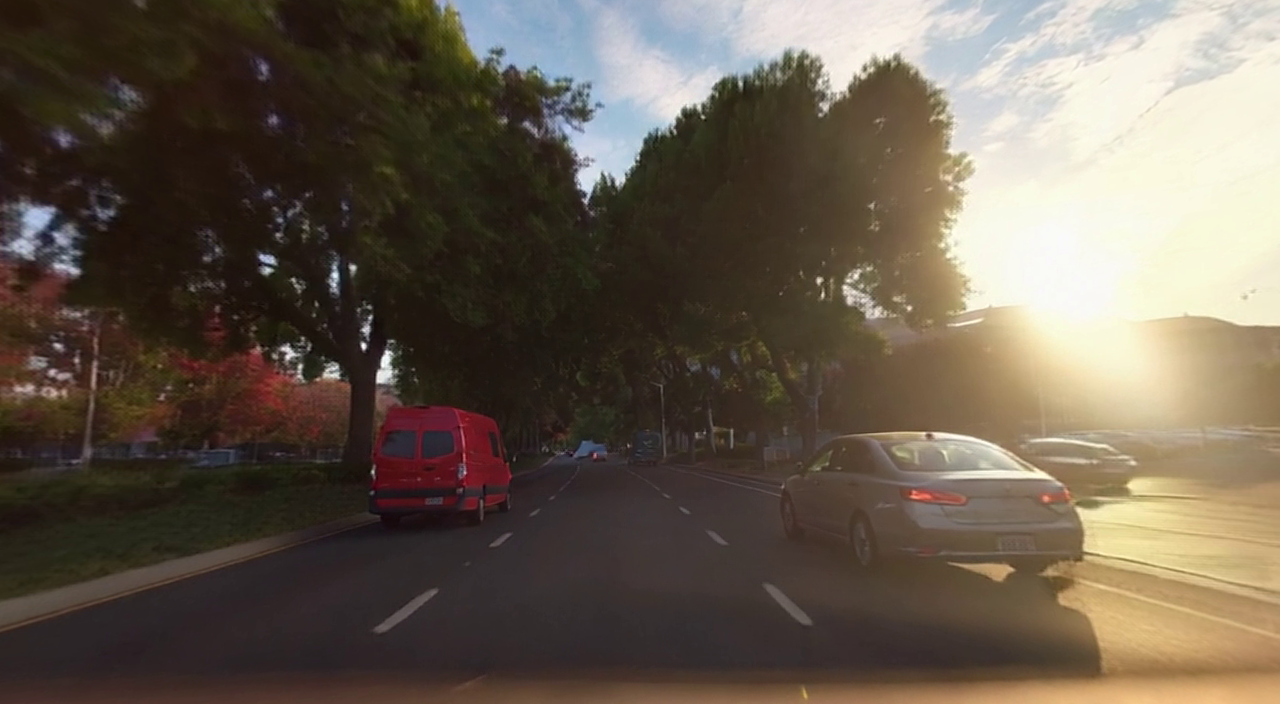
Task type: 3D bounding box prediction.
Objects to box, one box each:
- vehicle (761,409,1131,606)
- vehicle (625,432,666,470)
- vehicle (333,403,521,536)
[{"bbox_3d":[3.078,1.689,7.789,2.087,1.658,4.612,0,-9,-2],"label":"vehicle"},{"bbox_3d":[0.319,7.080,45.299,2.397,2.566,5.324,1,-9,-6],"label":"vehicle"},{"bbox_3d":[-4.041,2.330,13.054,2.420,2.227,4.499,0,-9,-2],"label":"vehicle"}]
